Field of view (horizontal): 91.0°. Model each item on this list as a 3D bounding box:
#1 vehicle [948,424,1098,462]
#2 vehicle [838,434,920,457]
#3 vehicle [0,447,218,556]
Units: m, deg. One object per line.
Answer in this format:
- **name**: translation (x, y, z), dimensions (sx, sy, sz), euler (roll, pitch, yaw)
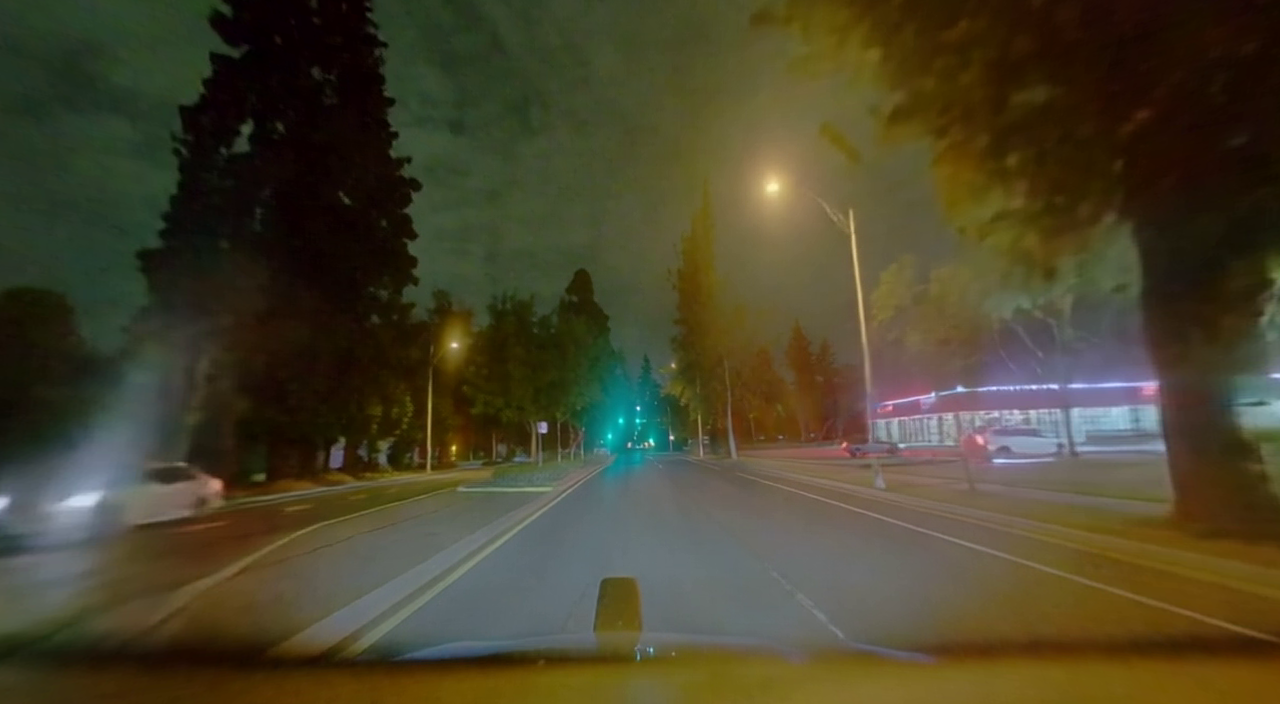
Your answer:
- **vehicle**: translation (16.482, 3.963, 27.298), dimensions (5.124, 1.541, 2.070), euler (0, -9, -1)
- **vehicle**: translation (16.175, 6.338, 42.804), dimensions (4.701, 1.500, 2.050), euler (0, -8, 0)
- **vehicle**: translation (-10.856, 2.801, 12.391), dimensions (2.031, 1.674, 4.573), euler (-4, -8, -1)
